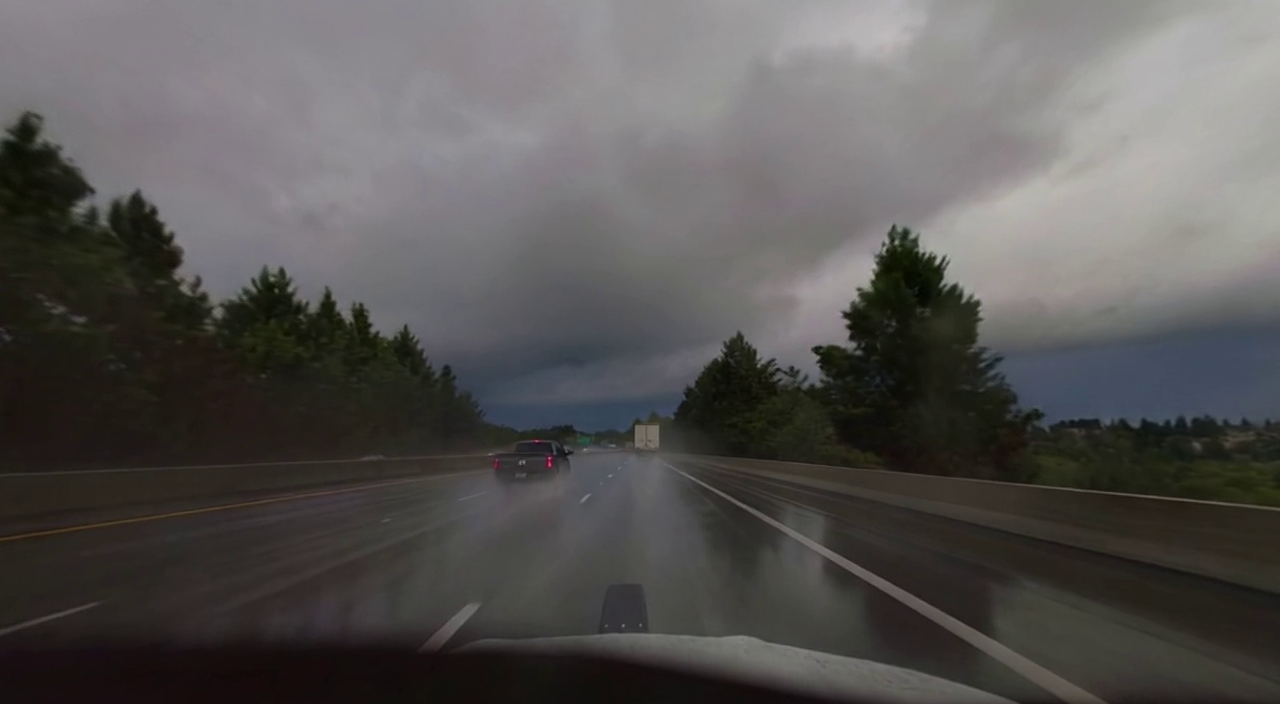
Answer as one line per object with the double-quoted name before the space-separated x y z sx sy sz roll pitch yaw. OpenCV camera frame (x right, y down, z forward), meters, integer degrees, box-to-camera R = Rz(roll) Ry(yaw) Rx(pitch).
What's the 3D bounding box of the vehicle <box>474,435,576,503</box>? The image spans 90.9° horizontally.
"vehicle" -3.100 3.275 18.073 2.017 1.680 4.636 0 -9 1
